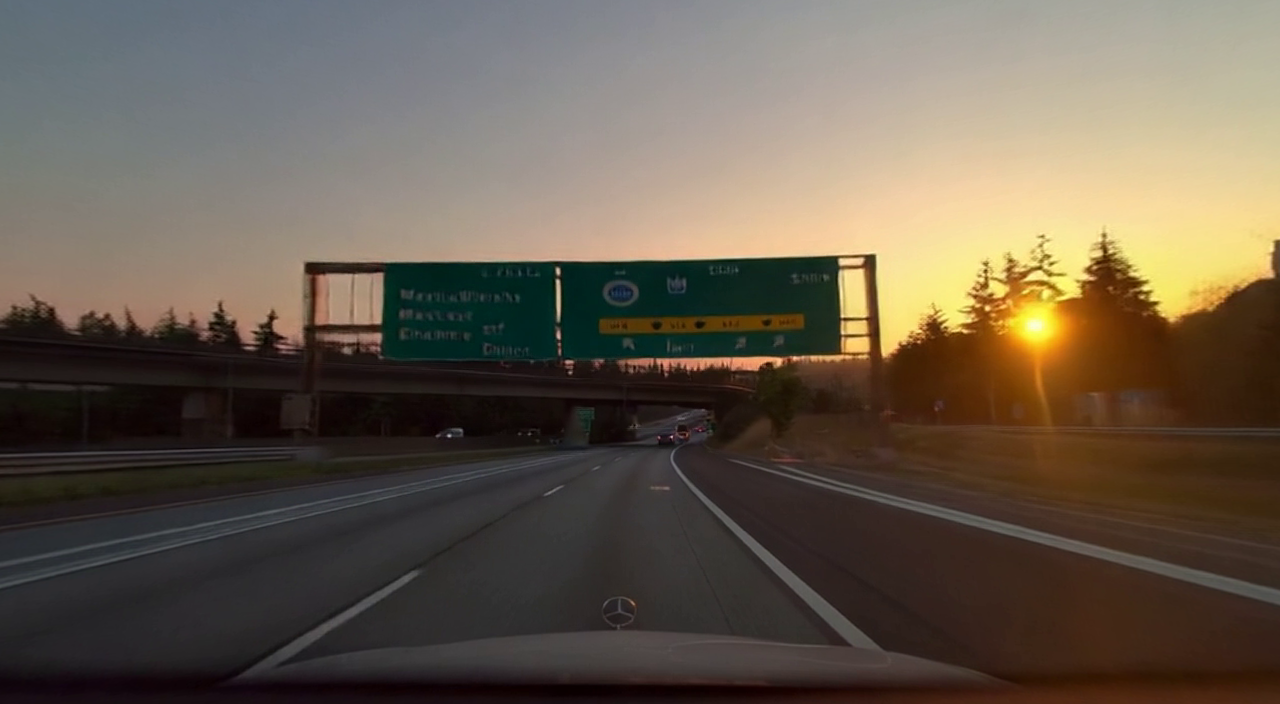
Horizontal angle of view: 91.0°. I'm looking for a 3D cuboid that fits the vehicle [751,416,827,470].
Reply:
[{"bbox_3d":[5.960,3.720,25.748,1.914,2.013,4.041,0,-8,-3],"label":"vehicle"}]
